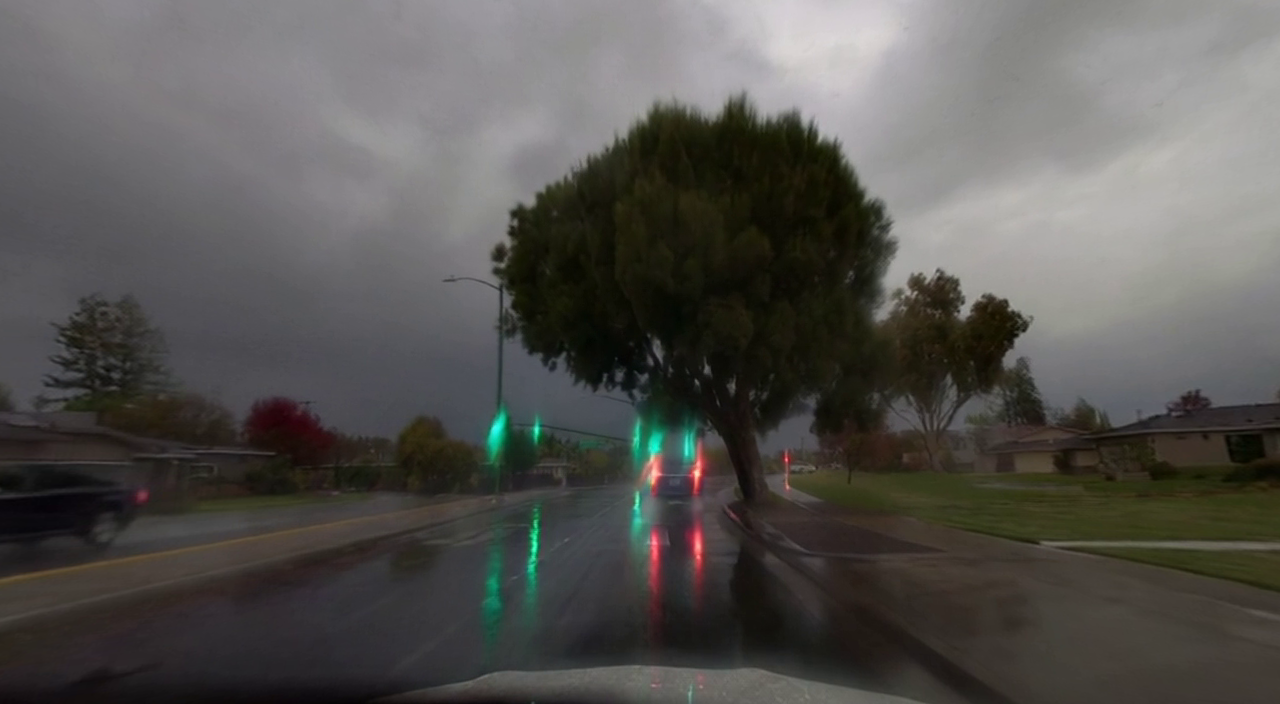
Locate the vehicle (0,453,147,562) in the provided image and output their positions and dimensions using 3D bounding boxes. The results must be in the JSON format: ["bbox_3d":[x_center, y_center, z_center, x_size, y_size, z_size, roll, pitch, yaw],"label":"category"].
[{"bbox_3d":[-11.437,2.678,10.758,2.066,1.744,4.771,-4,-10,2],"label":"vehicle"}]

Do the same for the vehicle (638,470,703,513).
[{"bbox_3d":[1.192,4.778,21.986,1.972,1.250,5.282,-1,-10,6],"label":"vehicle"}]
